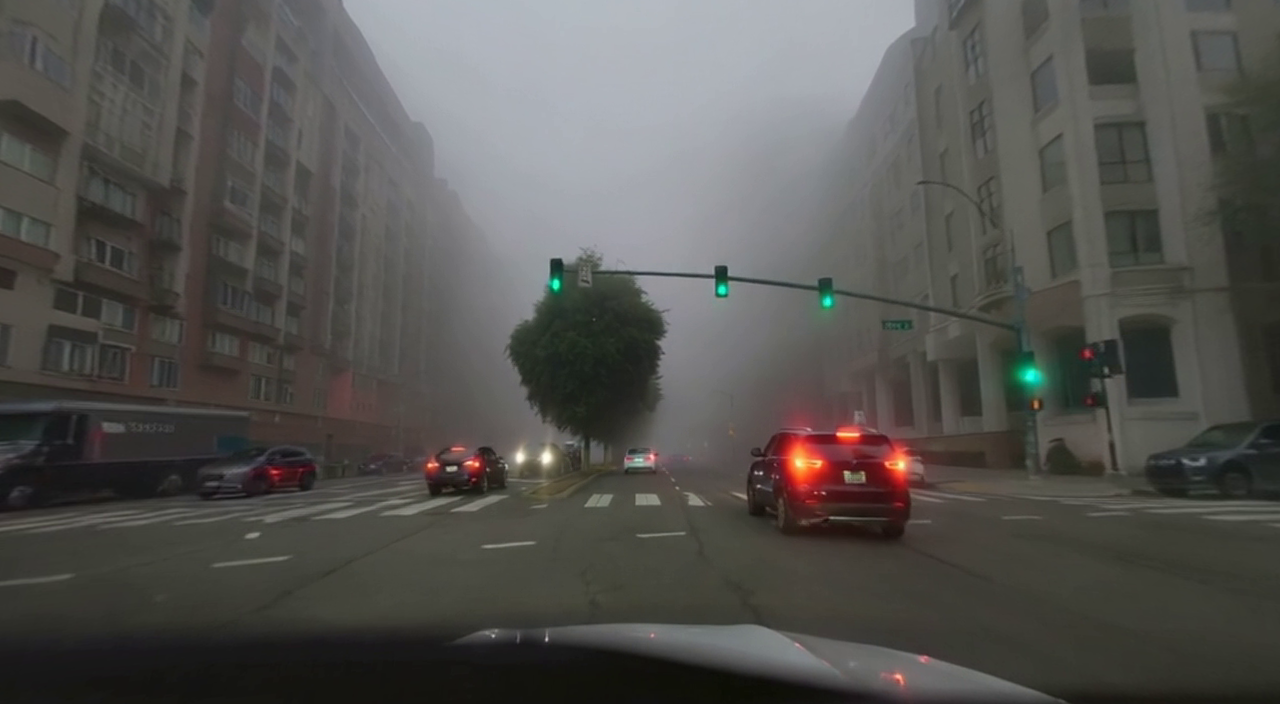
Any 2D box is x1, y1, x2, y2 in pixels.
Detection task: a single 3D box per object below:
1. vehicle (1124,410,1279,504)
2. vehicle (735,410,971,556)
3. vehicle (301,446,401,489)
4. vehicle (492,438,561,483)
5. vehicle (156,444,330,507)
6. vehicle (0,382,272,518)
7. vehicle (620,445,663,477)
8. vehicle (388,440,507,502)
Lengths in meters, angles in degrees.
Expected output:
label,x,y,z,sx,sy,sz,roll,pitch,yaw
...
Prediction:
label,x,y,z,sx,sy,sz,roll,pitch,yaw
vehicle,15.271,2.424,14.928,5.888,1.985,2.357,0,-8,-6
vehicle,3.100,2.019,10.549,2.129,1.844,4.767,0,-8,-2
vehicle,-11.880,4.737,26.327,2.183,1.630,4.221,0,-8,-1
vehicle,-4.971,4.815,28.463,2.275,1.816,4.923,0,-8,-1
vehicle,-11.755,3.628,19.250,2.001,1.638,4.980,0,-8,1
vehicle,-15.176,3.005,18.878,2.932,3.089,8.772,0,-10,1
vehicle,0.056,5.611,32.796,2.059,1.492,4.033,0,-8,-1
vehicle,-5.536,3.477,18.913,2.062,1.532,4.830,-2,-9,0
